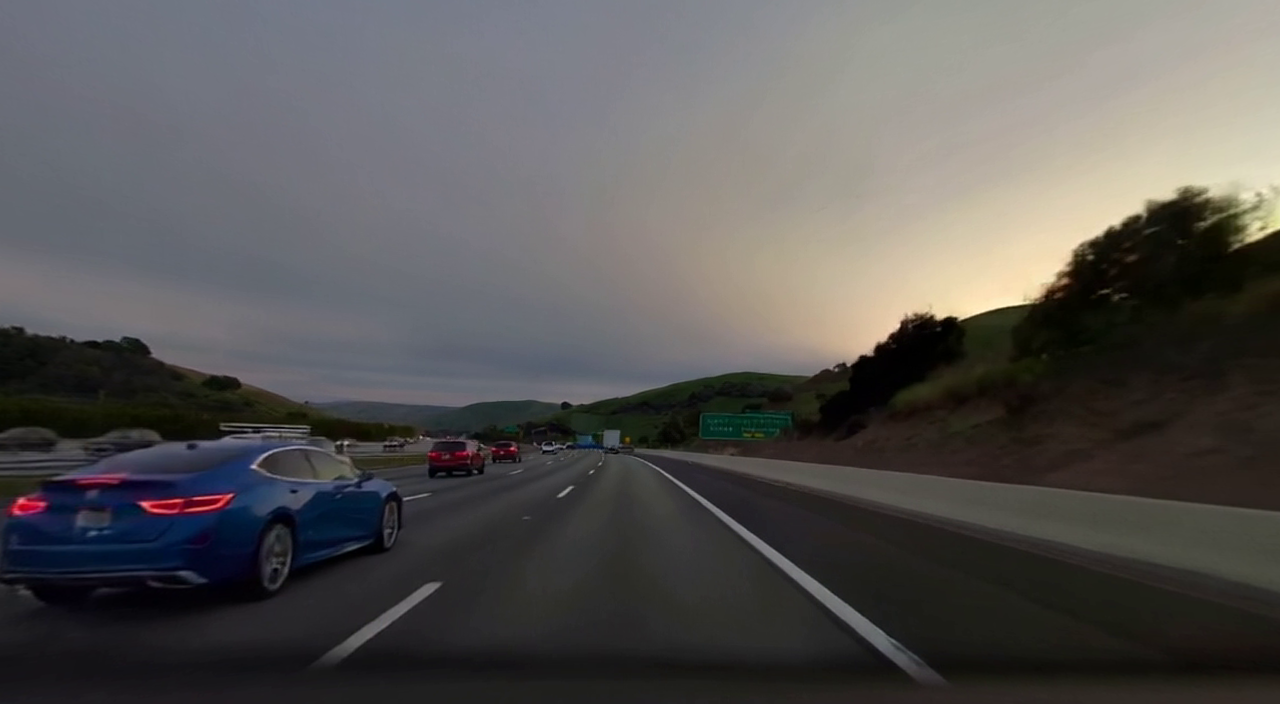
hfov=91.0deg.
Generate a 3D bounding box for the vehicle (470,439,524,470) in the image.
[{"bbox_3d":[-8.048,5.807,35.898,2.099,1.644,4.638,1,-9,-1],"label":"vehicle"}]

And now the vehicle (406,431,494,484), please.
[{"bbox_3d":[-6.823,3.841,23.100,2.081,1.740,4.268,1,-9,-3],"label":"vehicle"}]

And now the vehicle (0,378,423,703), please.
[{"bbox_3d":[-3.857,1.321,5.619,2.180,1.685,4.668,0,-9,0],"label":"vehicle"}]
